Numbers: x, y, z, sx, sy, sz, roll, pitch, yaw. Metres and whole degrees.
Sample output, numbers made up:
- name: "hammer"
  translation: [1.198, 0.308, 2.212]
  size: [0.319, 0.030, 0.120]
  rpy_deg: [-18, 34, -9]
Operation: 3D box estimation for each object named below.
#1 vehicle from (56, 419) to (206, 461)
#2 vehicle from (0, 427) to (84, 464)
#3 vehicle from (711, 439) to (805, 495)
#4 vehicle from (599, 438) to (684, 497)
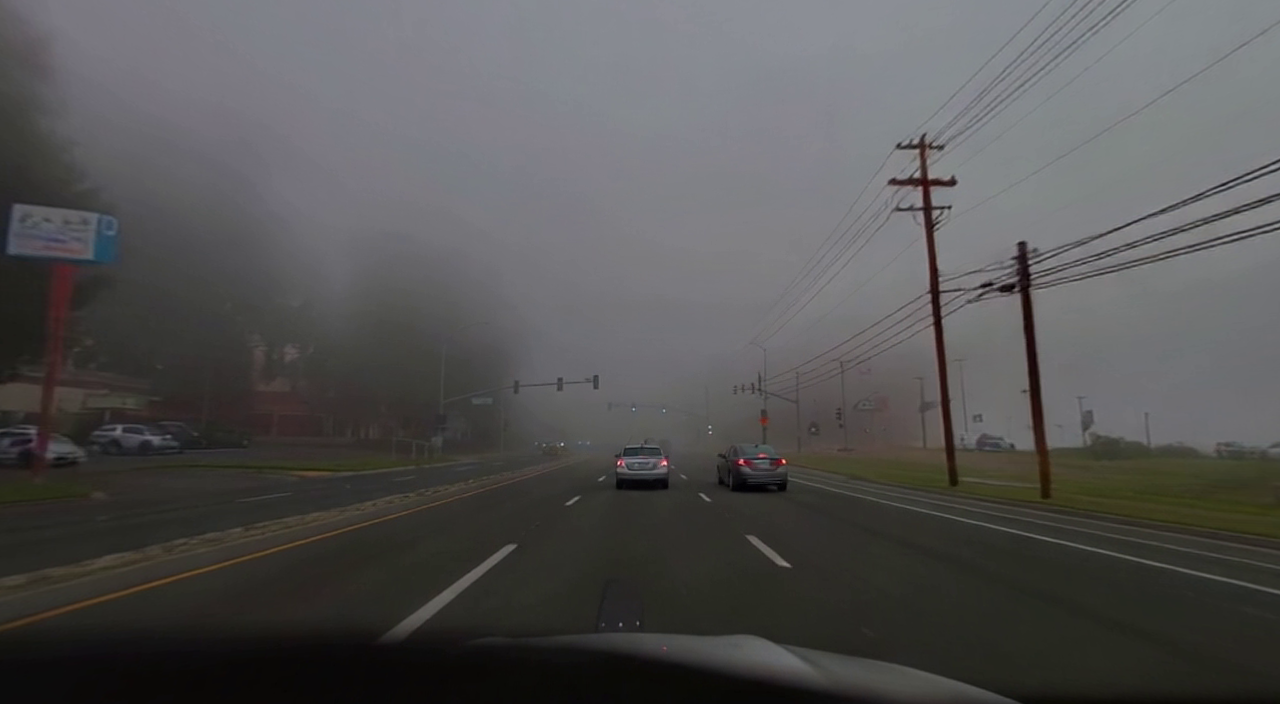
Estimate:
- name: "vehicle"
  translation: [-28.978, 5.113, 36.351]
  size: [2.878, 2.172, 7.057]
  rpy_deg: [0, -9, -2]
- name: "vehicle"
  translation: [-28.364, 4.258, 28.571]
  size: [1.908, 1.553, 4.979]
  rpy_deg: [1, -9, -4]
- name: "vehicle"
  translation: [3.373, 3.361, 18.785]
  size: [1.985, 1.489, 4.036]
  rpy_deg: [0, -9, -1]
- name: "vehicle"
  translation: [0.009, 3.226, 17.921]
  size: [2.144, 1.473, 4.028]
  rpy_deg: [0, -8, -1]
